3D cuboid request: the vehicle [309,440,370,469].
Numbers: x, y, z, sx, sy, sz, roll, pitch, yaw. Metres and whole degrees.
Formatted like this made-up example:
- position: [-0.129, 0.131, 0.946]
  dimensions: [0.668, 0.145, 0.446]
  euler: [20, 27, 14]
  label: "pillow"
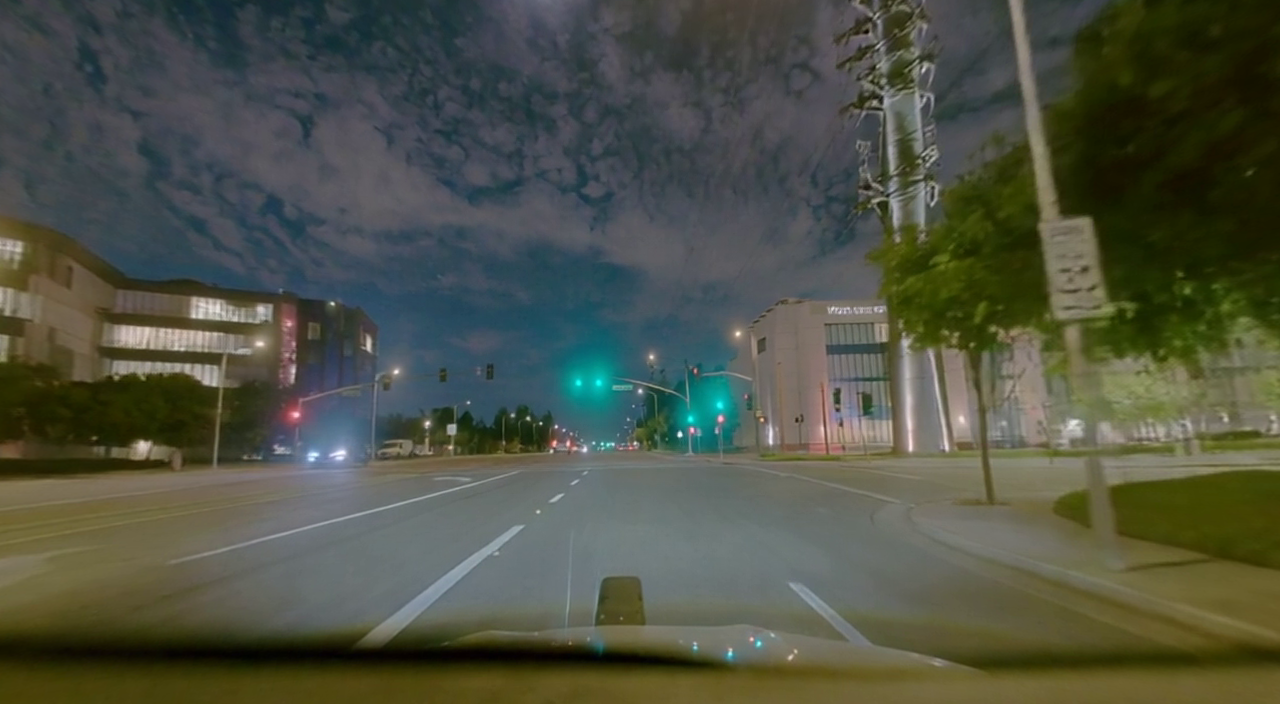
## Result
- position: [-20.960, 7.160, 44.307]
  dimensions: [2.097, 1.858, 4.601]
  euler: [0, -9, -2]
  label: "vehicle"
